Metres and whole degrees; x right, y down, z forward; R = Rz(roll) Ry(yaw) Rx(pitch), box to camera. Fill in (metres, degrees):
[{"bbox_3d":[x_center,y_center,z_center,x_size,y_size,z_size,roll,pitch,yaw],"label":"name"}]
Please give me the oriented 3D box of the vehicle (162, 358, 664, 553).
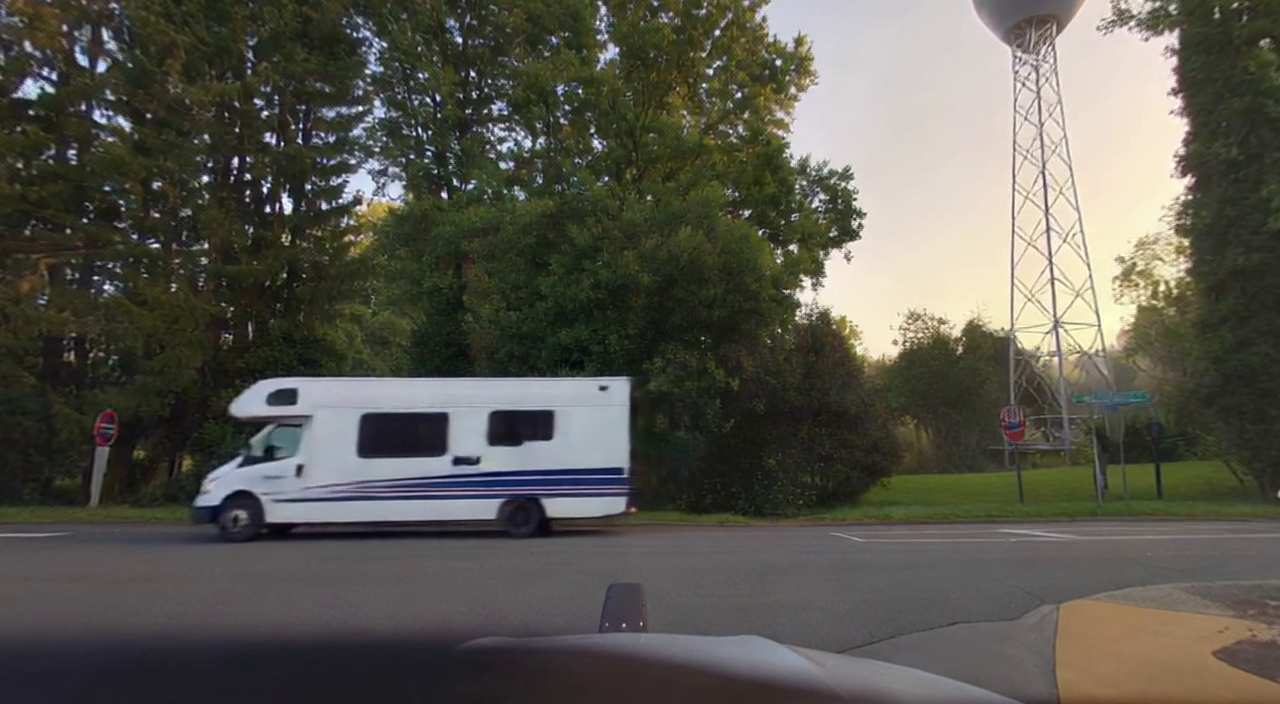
[{"bbox_3d":[-3.749,1.934,12.038,8.152,3.185,2.776,0,-9,-3],"label":"vehicle"}]
